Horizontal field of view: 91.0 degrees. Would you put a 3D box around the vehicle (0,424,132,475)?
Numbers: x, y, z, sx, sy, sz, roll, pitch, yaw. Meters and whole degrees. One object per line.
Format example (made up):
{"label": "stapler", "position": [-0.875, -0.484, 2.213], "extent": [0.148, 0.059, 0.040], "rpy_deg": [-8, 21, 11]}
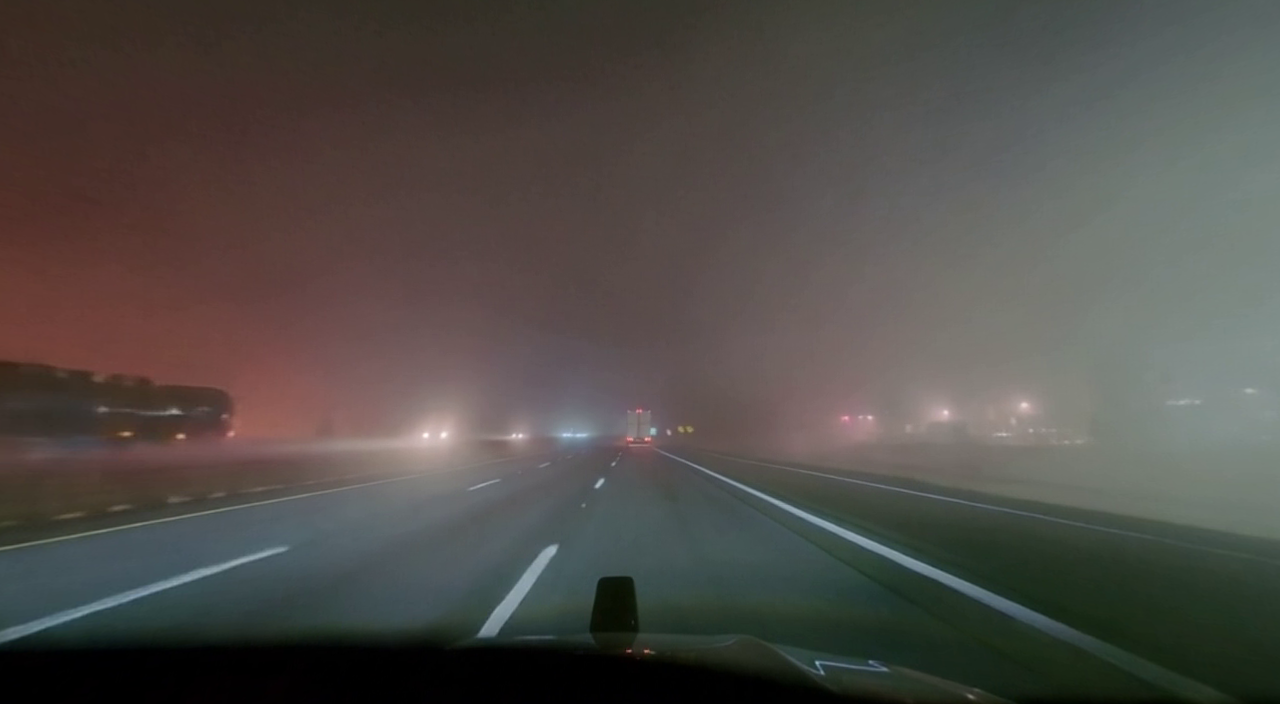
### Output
{"label": "vehicle", "position": [-19.075, 3.097, 20.151], "extent": [1.839, 1.447, 4.563], "rpy_deg": [-1, -8, -1]}
